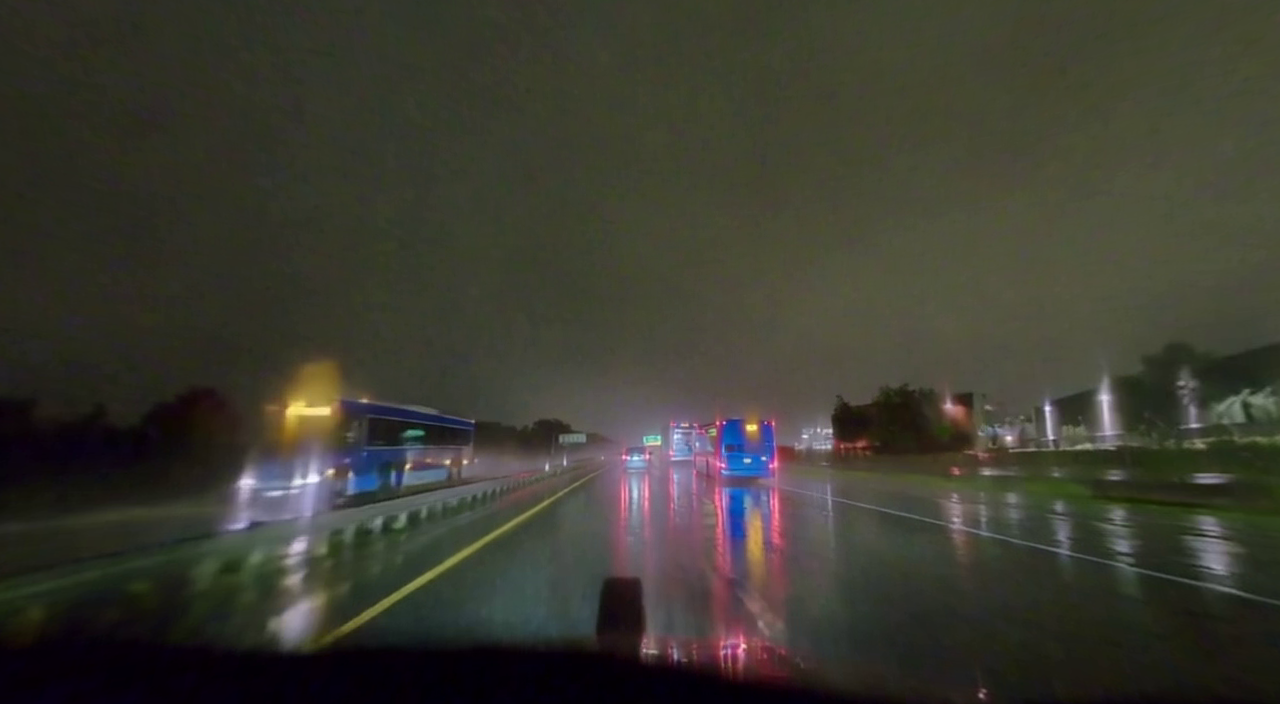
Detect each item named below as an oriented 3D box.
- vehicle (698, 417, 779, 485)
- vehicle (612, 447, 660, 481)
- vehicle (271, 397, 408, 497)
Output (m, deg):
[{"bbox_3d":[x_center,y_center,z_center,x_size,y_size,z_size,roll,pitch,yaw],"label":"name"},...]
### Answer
[{"bbox_3d":[4.060,4.263,27.186,2.440,2.555,5.957,0,-9,-1],"label":"vehicle"},{"bbox_3d":[-0.194,5.026,28.516,2.004,1.449,3.817,0,-9,-1],"label":"vehicle"},{"bbox_3d":[-13.409,4.350,28.892,3.007,4.034,6.288,0,-9,0],"label":"vehicle"}]
